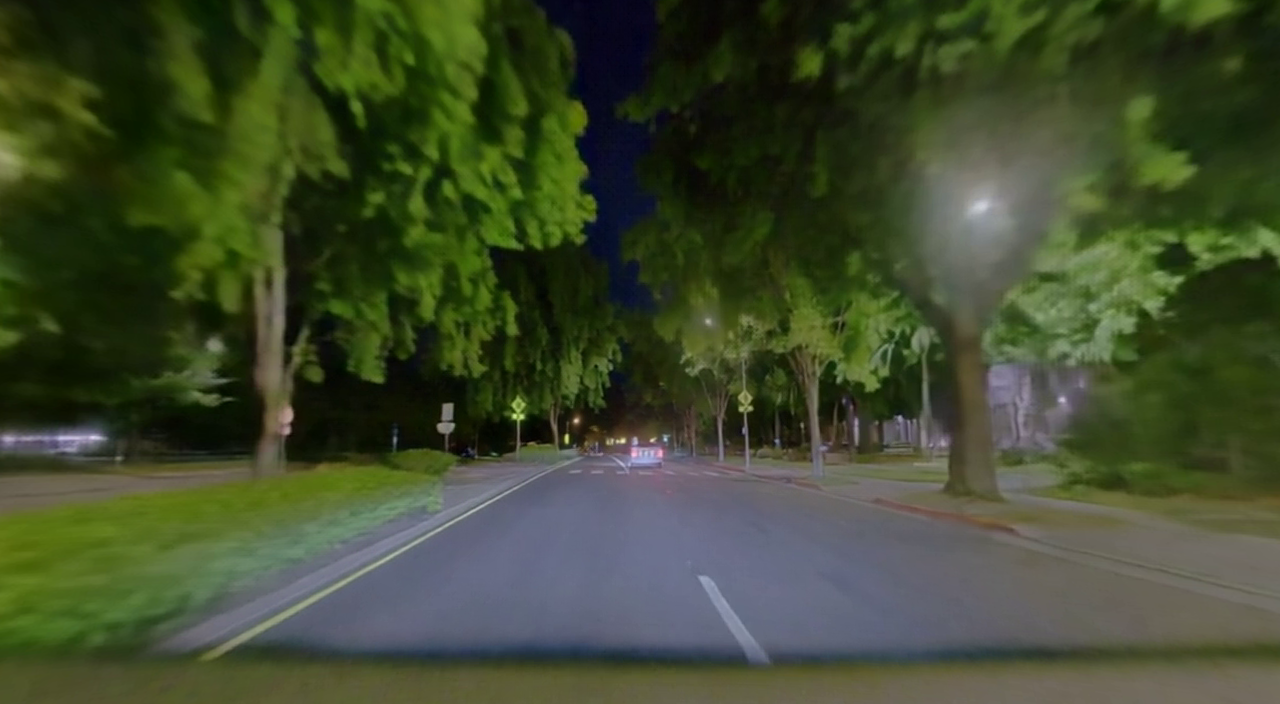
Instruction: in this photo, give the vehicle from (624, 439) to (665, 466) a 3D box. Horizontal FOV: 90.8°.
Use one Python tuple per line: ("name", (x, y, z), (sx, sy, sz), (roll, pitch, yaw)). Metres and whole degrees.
("vehicle", (0.191, 6.052, 38.150), (2.142, 1.501, 4.273), (0, -8, -4))
